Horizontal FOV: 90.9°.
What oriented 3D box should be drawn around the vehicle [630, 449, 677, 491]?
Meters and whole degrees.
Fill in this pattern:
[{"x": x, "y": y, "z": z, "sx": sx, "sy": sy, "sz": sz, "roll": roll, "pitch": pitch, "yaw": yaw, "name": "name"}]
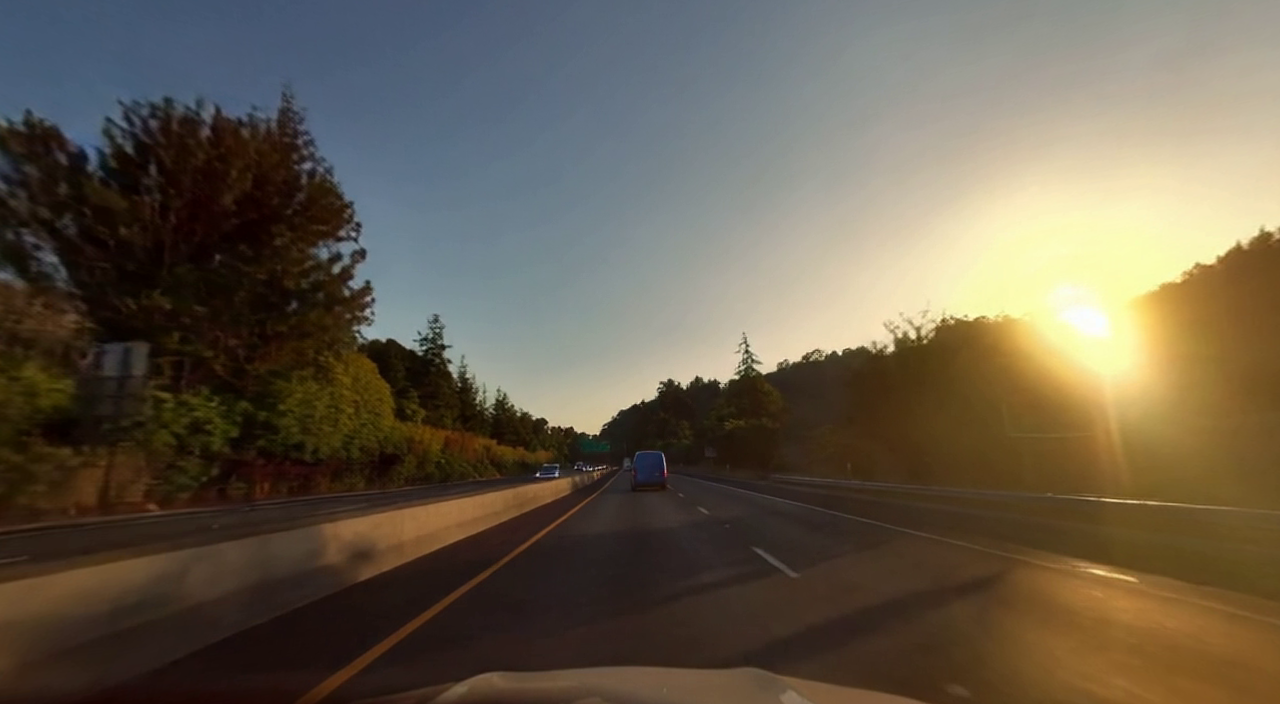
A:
[{"x": 0.693, "y": 6.635, "z": 35.441, "sx": 2.429, "sy": 2.167, "sz": 4.558, "roll": 1, "pitch": -11, "yaw": -1, "name": "vehicle"}]
